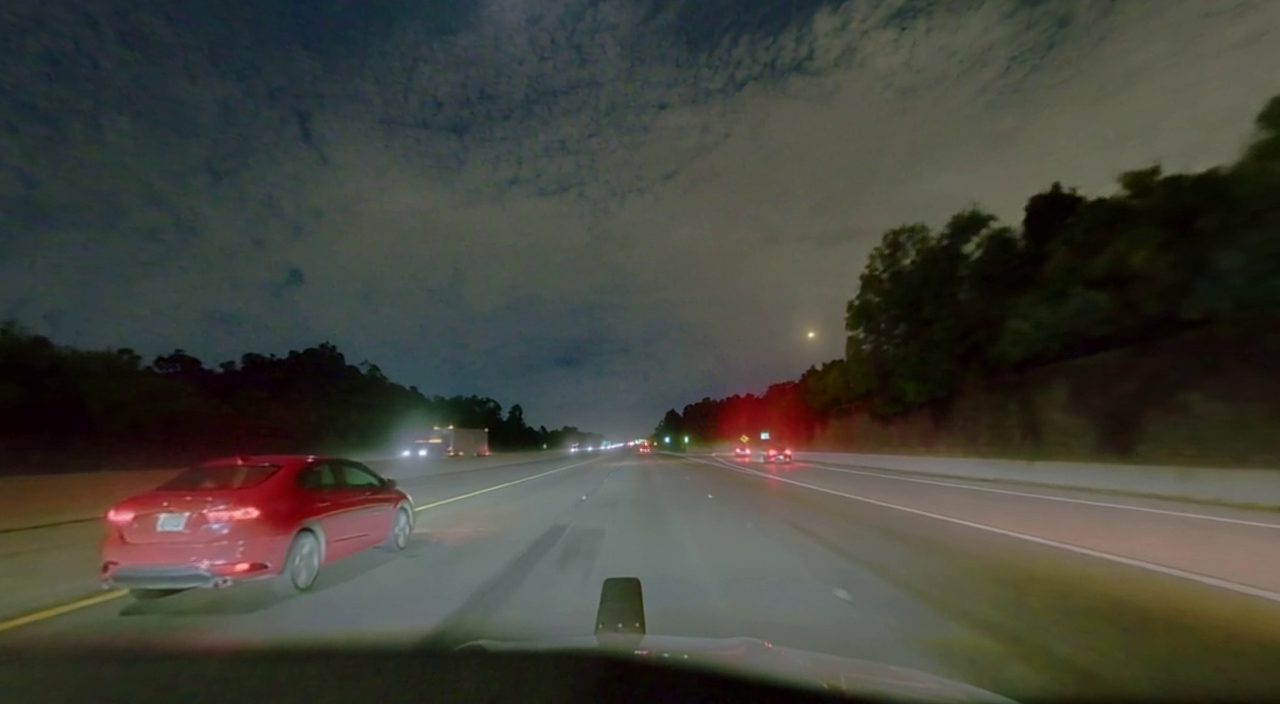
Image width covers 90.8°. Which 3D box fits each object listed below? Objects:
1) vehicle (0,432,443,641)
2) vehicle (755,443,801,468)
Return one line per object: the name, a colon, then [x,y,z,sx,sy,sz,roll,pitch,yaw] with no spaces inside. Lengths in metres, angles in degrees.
vehicle: [-3.801,1.653,6.768,1.873,1.438,4.546,-1,-9,1]
vehicle: [8.683,6.571,40.160,1.884,1.485,4.600,0,-9,0]
